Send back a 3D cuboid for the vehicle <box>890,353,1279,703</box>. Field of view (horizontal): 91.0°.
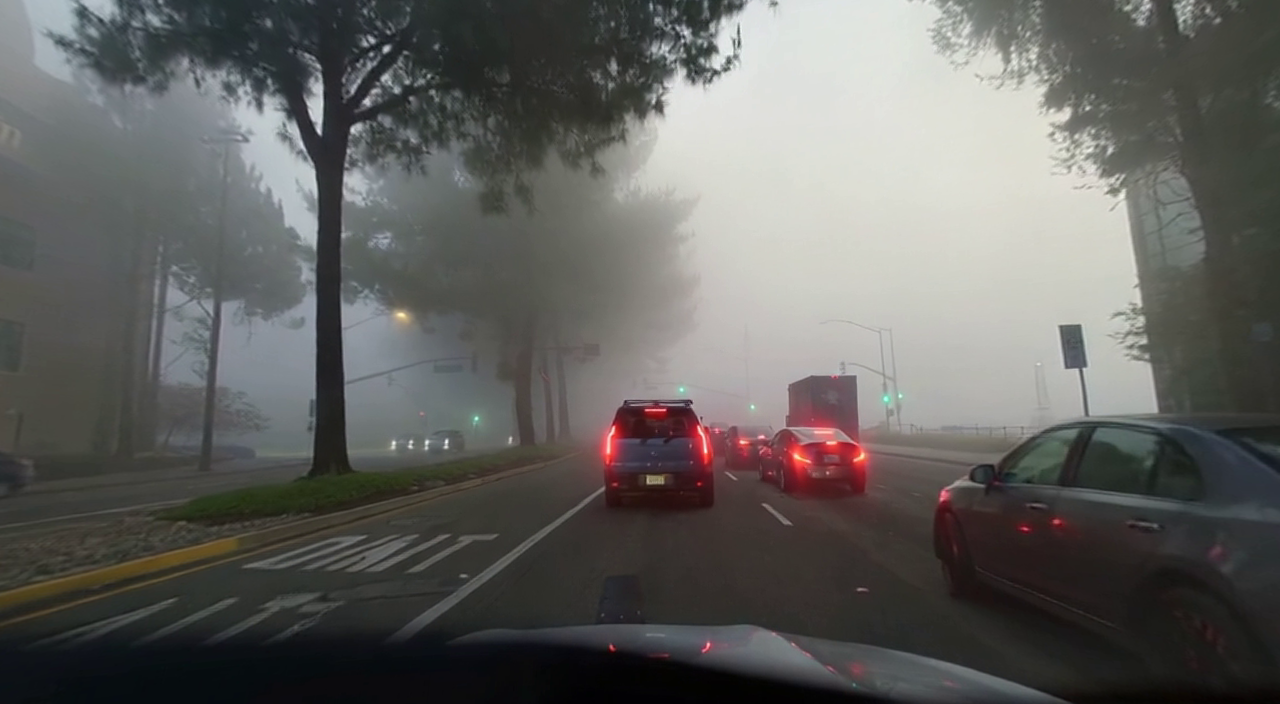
[{"bbox_3d":[3.259,1.013,3.646,2.109,1.500,4.585,-1,-9,5],"label":"vehicle"}]

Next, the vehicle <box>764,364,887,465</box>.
[{"bbox_3d":[8.104,3.097,29.082,2.965,3.900,9.064,0,-9,1],"label":"vehicle"}]

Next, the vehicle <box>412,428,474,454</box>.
[{"bbox_3d":[-14.018,6.392,44.995,2.018,1.715,4.451,-3,-9,17],"label":"vehicle"}]

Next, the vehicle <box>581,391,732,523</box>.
[{"bbox_3d":[0.400,1.858,11.458,2.188,1.892,4.488,-1,-9,4],"label":"vehicle"}]

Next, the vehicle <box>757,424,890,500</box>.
[{"bbox_3d":[3.931,2.446,14.257,1.862,1.451,4.083,0,-9,1],"label":"vehicle"}]
